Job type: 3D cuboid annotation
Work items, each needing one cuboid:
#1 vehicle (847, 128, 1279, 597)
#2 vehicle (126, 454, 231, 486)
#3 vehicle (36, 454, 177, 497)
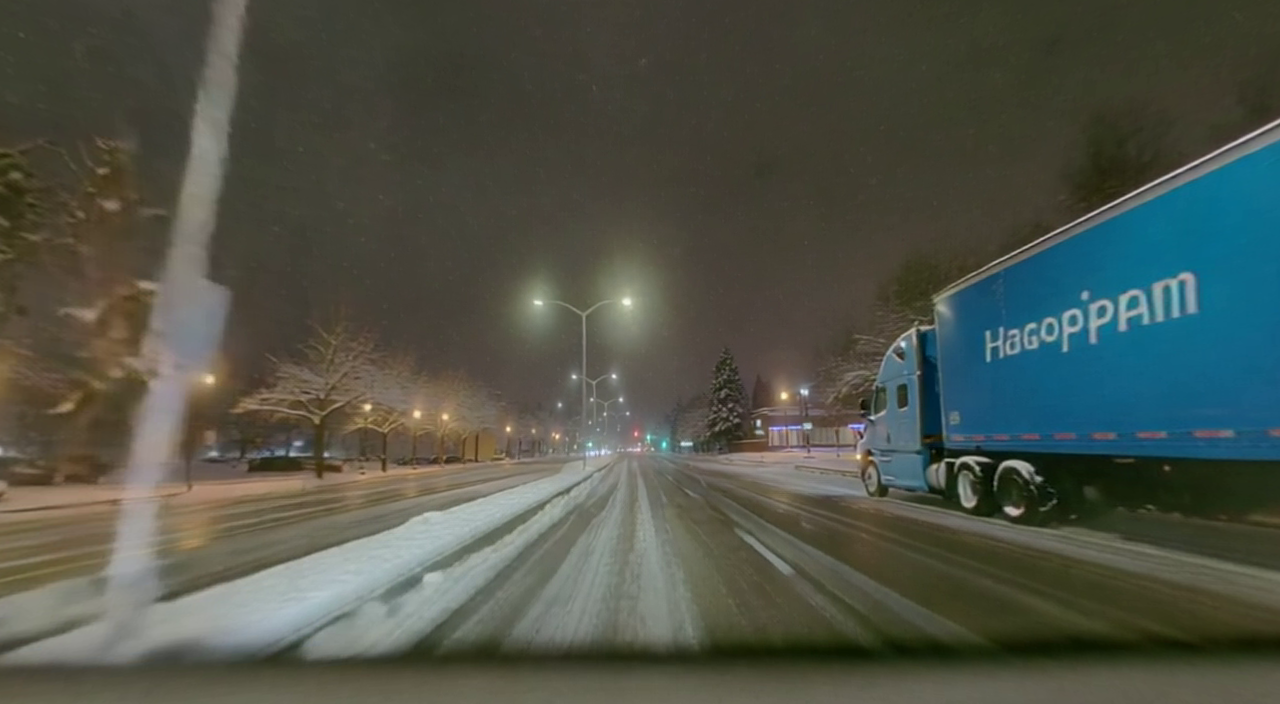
[{"bbox_3d":[6.730,0.740,9.567,3.120,3.794,11.510,0,-8,-1],"label":"vehicle"},{"bbox_3d":[-28.057,7.136,38.587,4.923,1.725,2.088,6,-10,-34],"label":"vehicle"},{"bbox_3d":[-25.366,5.849,30.269,4.900,1.808,2.103,7,-11,-39],"label":"vehicle"}]
